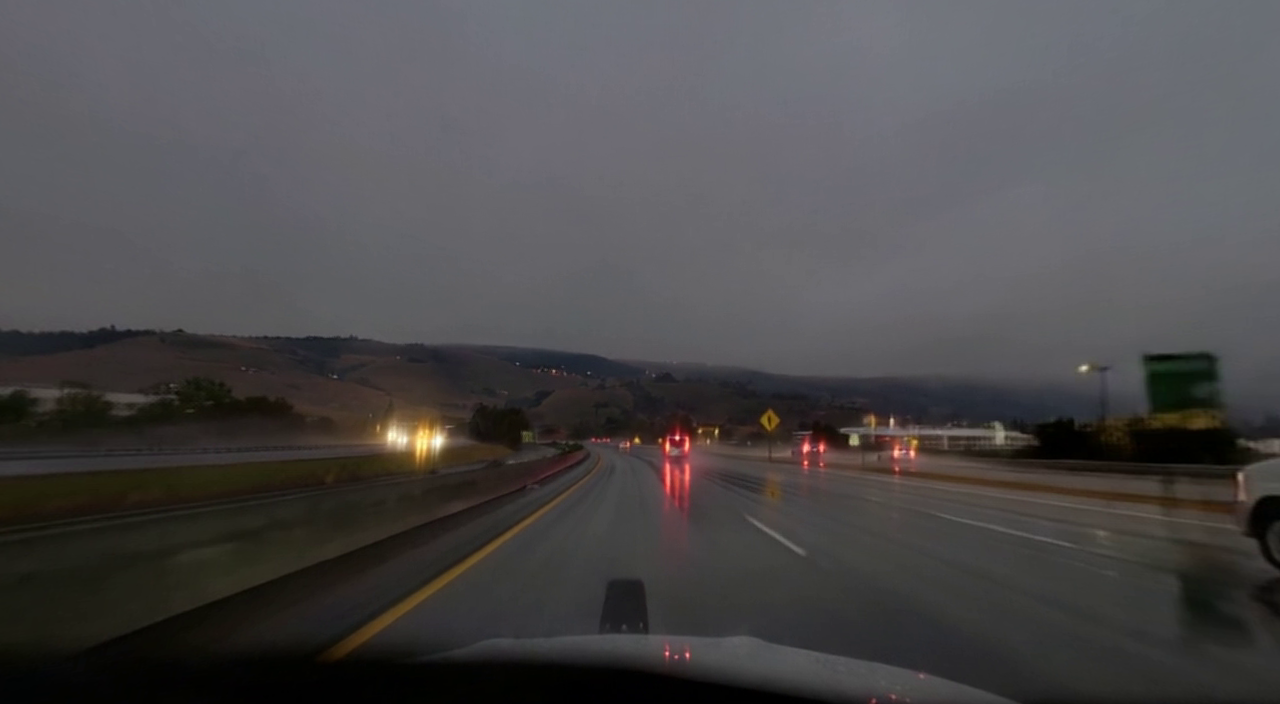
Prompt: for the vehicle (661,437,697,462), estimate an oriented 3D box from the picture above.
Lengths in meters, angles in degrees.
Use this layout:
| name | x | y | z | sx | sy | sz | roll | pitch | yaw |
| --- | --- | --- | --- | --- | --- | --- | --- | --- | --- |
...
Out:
| name | x | y | z | sx | sy | sz | roll | pitch | yaw |
| --- | --- | --- | --- | --- | --- | --- | --- | --- | --- |
| vehicle | 2.852 | 7.300 | 47.362 | 2.210 | 1.815 | 4.571 | 0 | -8 | -3 |
